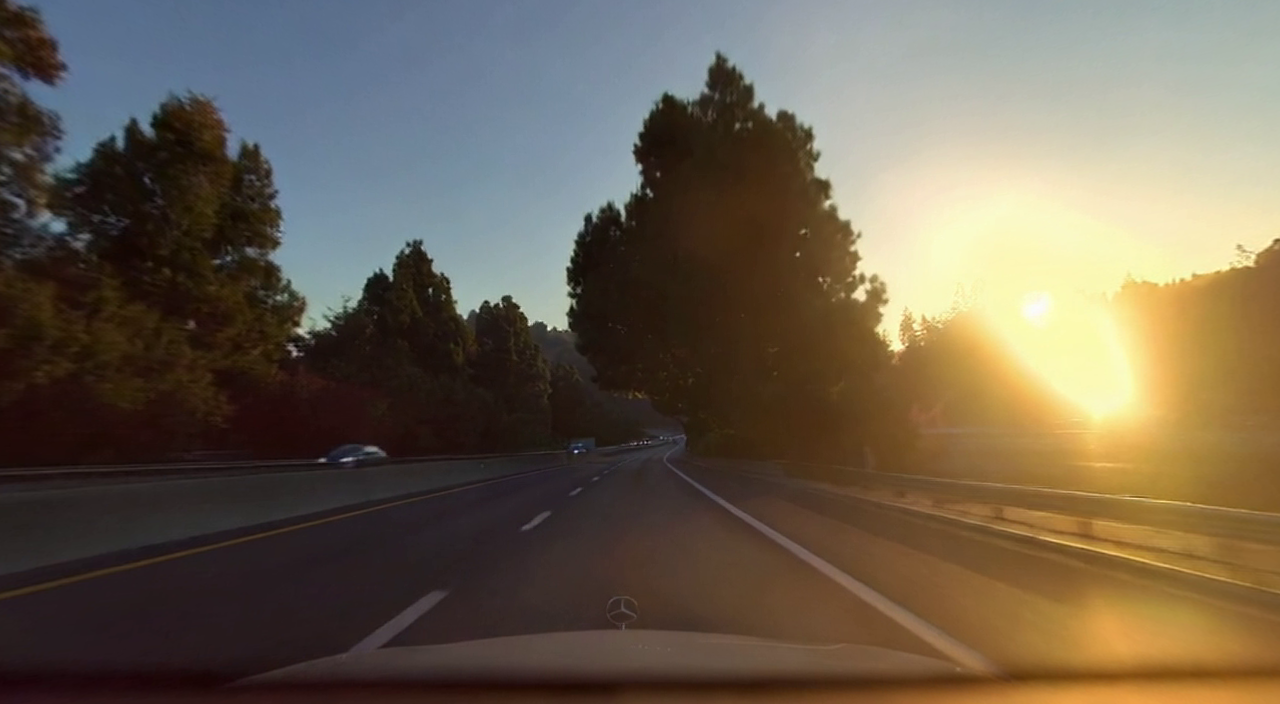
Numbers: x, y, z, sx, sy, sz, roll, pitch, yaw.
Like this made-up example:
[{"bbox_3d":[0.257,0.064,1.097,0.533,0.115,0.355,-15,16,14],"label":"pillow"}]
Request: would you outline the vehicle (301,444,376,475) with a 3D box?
[{"bbox_3d":[-15.962,5.714,33.642,1.810,1.496,4.271,0,-9,1],"label":"vehicle"}]
